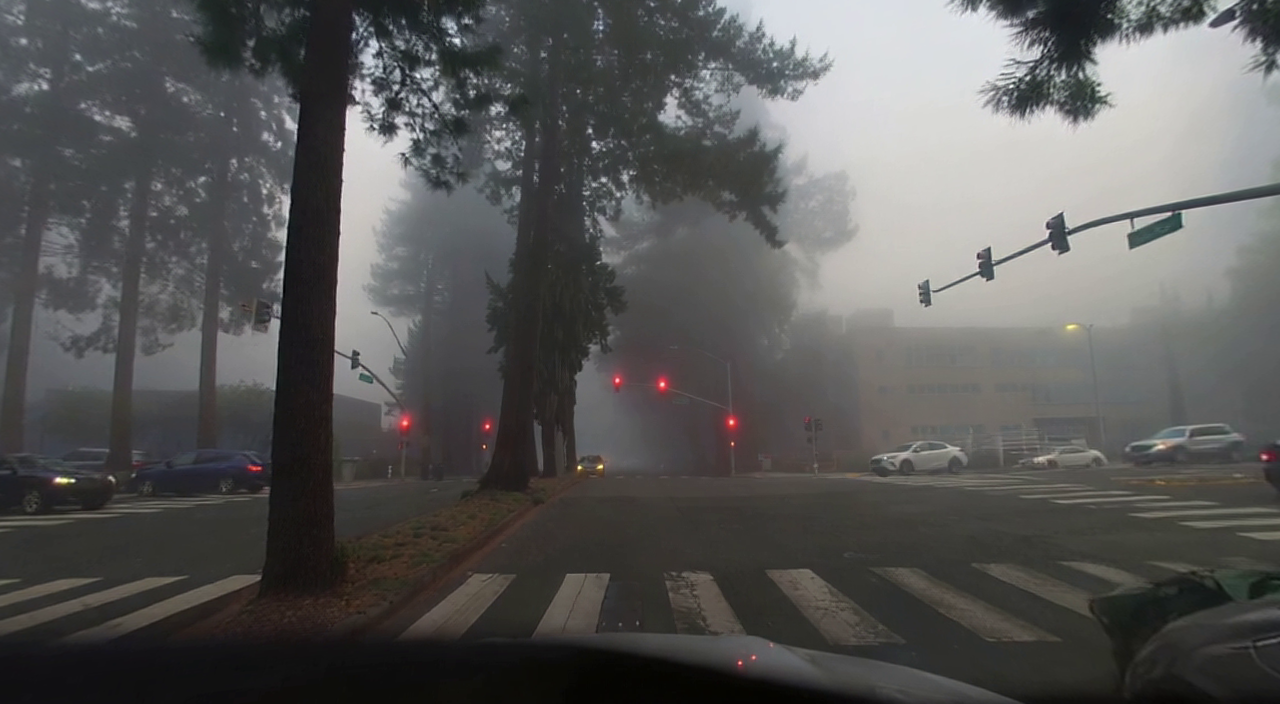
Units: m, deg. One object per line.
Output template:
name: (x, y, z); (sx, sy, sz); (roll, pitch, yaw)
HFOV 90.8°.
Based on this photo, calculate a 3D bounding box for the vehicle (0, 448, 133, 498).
vehicle: (-22.064, 4.410, 23.271); (4.748, 1.727, 2.325); (0, -8, 1)

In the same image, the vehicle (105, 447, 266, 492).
vehicle: (-19.021, 4.951, 26.656); (4.798, 1.763, 2.536); (0, -10, 0)

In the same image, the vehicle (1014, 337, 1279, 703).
vehicle: (3.496, 0.762, 2.070); (2.227, 1.705, 4.719); (-1, -8, 9)

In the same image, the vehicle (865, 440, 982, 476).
vehicle: (15.627, 5.883, 35.140); (5.220, 1.897, 2.596); (0, -8, 0)
